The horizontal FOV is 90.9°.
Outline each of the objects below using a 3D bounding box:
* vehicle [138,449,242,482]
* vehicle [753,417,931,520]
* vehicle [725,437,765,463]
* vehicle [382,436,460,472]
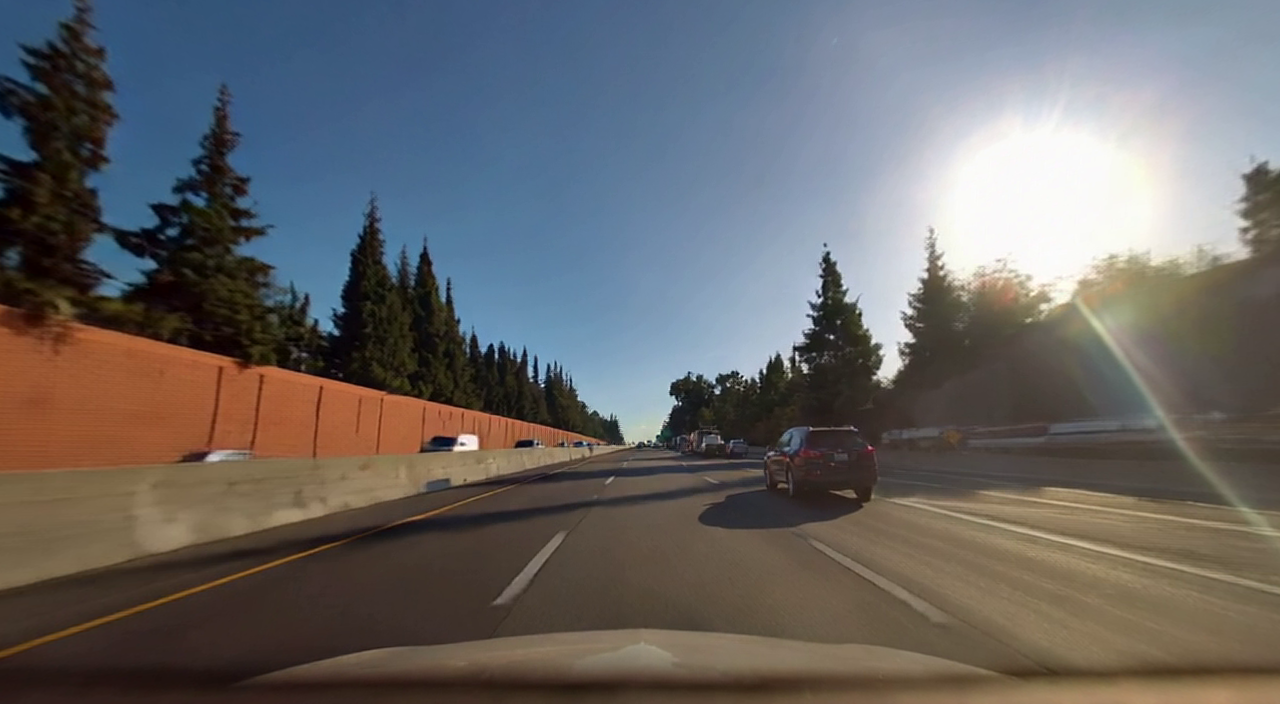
[{"bbox_3d":[-21.687,5.440,30.636,1.788,1.445,4.425,0,-8,0],"label":"vehicle"},{"bbox_3d":[3.971,2.391,13.433,2.190,1.783,4.637,0,-8,-1],"label":"vehicle"},{"bbox_3d":[7.663,7.181,46.356,2.066,1.795,4.674,0,-8,-1],"label":"vehicle"},{"bbox_3d":[-10.771,5.053,31.452,2.082,1.662,4.798,0,-8,1],"label":"vehicle"}]
